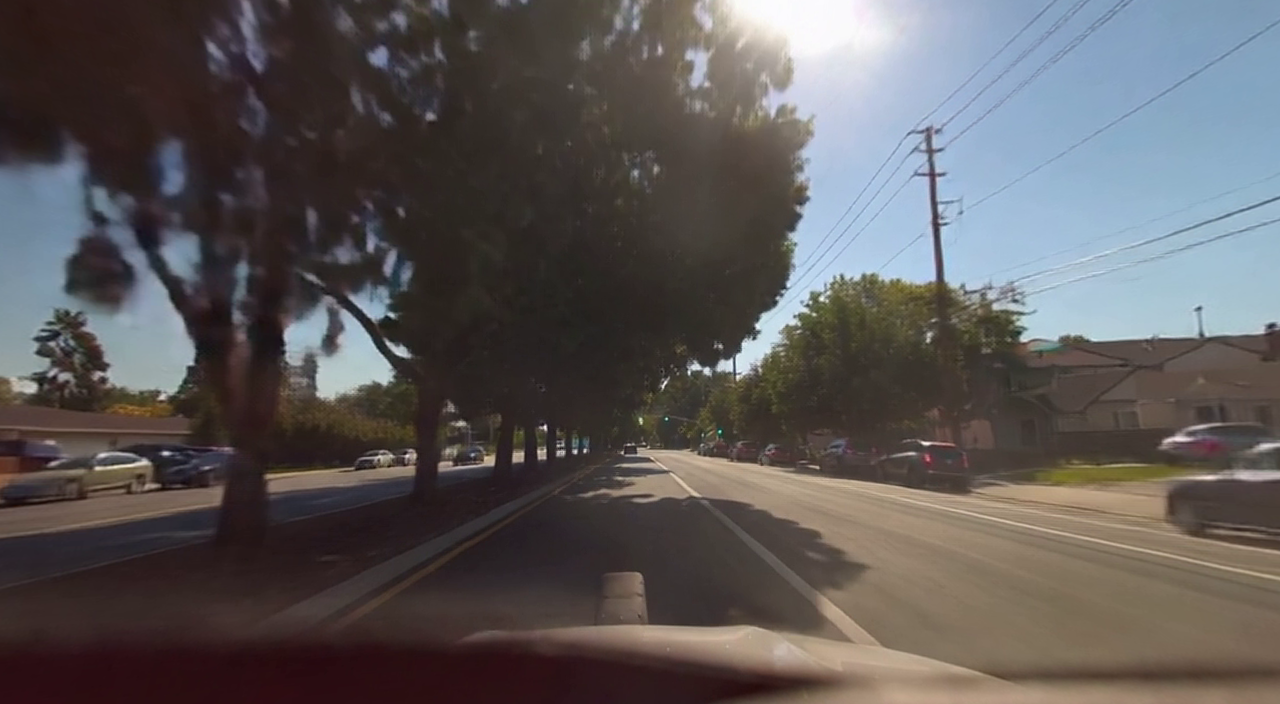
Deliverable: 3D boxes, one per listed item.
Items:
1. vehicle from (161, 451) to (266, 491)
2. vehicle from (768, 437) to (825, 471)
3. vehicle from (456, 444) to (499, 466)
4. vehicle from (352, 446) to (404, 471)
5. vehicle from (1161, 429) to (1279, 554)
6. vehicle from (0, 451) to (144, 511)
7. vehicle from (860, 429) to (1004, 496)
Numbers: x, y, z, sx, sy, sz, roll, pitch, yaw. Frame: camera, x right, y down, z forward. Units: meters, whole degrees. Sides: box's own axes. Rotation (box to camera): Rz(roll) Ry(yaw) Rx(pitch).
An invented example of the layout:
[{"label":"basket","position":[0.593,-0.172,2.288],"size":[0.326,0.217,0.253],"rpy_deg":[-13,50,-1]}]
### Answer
[{"label":"vehicle","position":[-18.501,5.130,27.635],"size":[1.732,1.460,3.932],"rpy_deg":[-4,-8,3]},{"label":"vehicle","position":[9.753,6.418,39.891],"size":[2.176,1.893,5.744],"rpy_deg":[2,-8,0]},{"label":"vehicle","position":[-11.622,7.358,45.453],"size":[1.826,1.472,4.493],"rpy_deg":[-1,-8,1]},{"label":"vehicle","position":[-18.488,7.509,44.774],"size":[1.842,1.660,4.120],"rpy_deg":[0,-8,0]},{"label":"vehicle","position":[9.720,1.852,8.292],"size":[1.949,1.698,4.351],"rpy_deg":[0,-8,-1]},{"label":"vehicle","position":[-18.466,3.995,19.943],"size":[1.876,1.502,4.696],"rpy_deg":[-2,-7,0]},{"label":"vehicle","position":[9.772,3.729,21.872],"size":[2.209,1.982,5.787],"rpy_deg":[0,-8,0]}]
